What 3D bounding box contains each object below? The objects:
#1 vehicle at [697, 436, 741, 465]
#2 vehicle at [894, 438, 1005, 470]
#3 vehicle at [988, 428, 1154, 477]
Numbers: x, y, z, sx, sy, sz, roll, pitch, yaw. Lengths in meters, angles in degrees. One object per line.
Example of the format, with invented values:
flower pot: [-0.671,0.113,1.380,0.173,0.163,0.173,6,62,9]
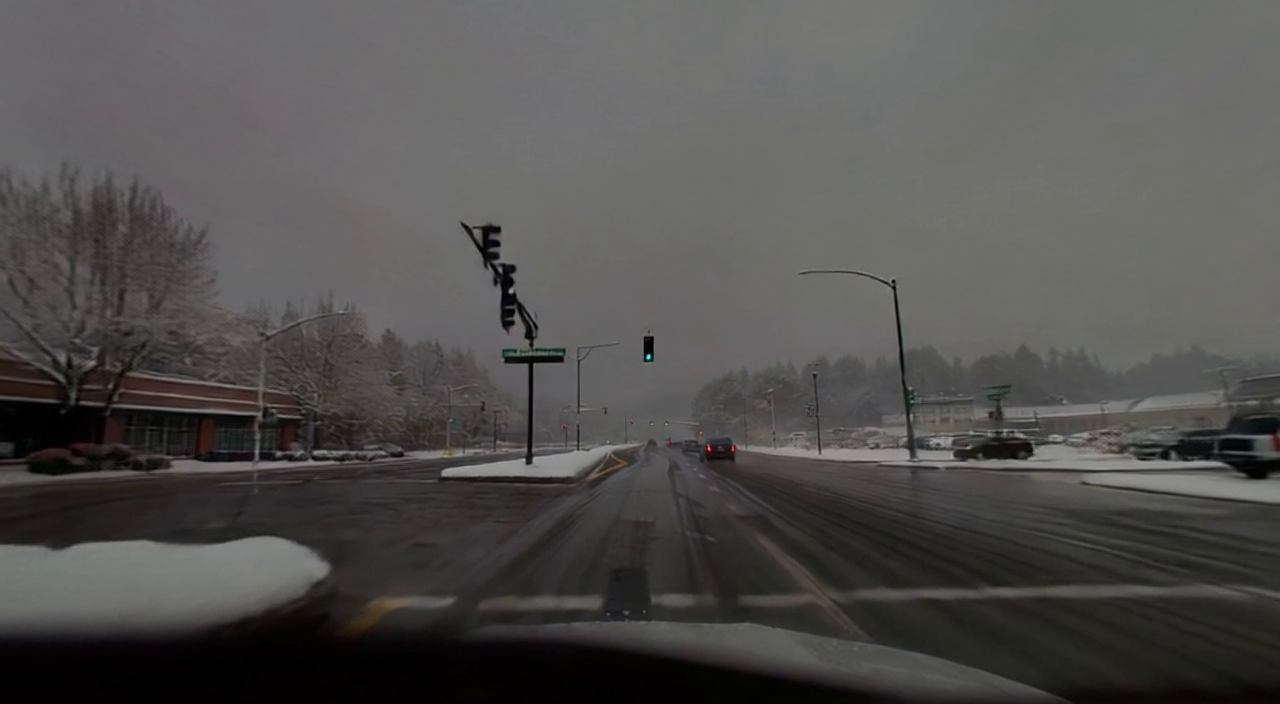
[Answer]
vehicle: [4.518,5.696,36.583,2.038,1.528,4.259,0,-8,1]
vehicle: [14.897,4.911,30.418,4.581,1.434,1.893,-5,-10,31]
vehicle: [15.772,3.707,23.345,4.491,1.702,2.094,-1,-8,9]
